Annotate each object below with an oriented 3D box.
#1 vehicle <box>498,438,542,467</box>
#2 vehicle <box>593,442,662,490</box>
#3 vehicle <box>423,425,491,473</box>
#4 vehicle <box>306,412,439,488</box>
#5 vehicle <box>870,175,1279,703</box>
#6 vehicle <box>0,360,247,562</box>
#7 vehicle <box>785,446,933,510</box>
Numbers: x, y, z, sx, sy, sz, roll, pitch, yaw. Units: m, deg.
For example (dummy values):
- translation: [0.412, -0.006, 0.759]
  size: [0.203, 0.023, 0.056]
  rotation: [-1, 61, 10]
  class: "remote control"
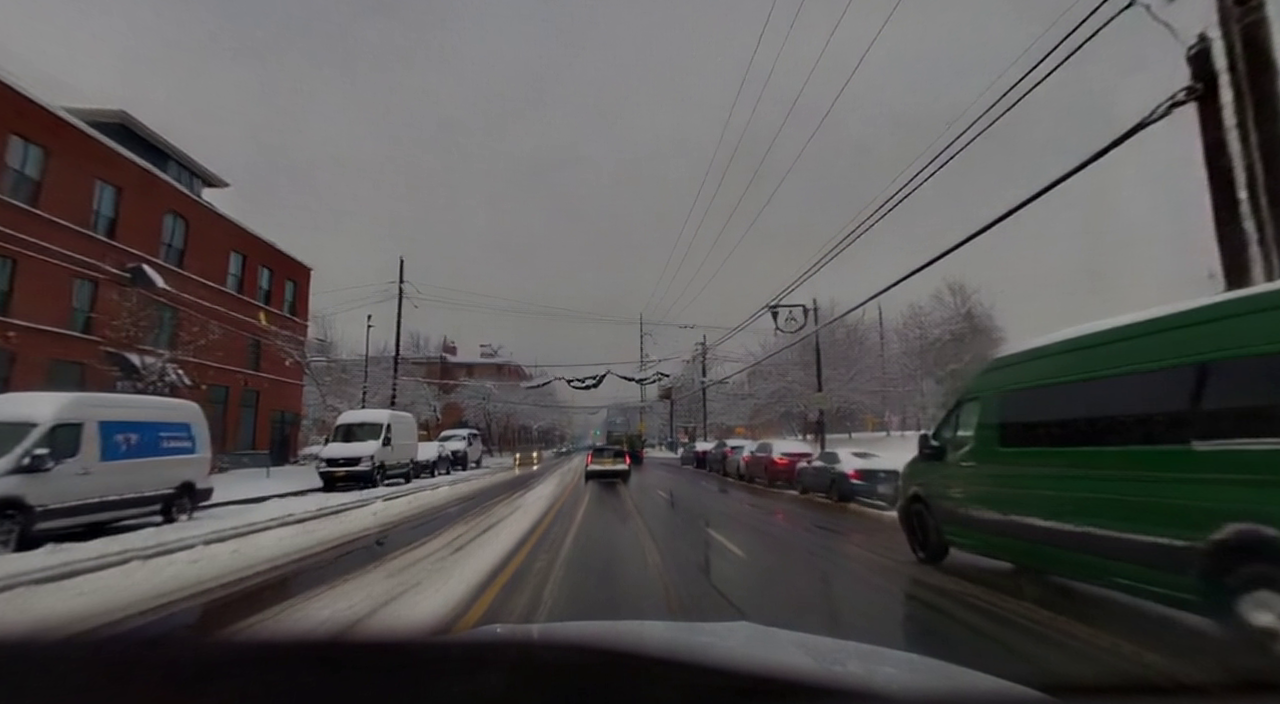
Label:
- translation: [-8.358, 7.086, 44.625]
  size: [2.456, 1.935, 4.769]
  rotation: [0, -9, -4]
  class: "vehicle"
- translation: [-0.466, 3.839, 21.674]
  size: [2.112, 1.464, 4.411]
  rotation: [0, -9, -2]
  class: "vehicle"
- translation: [-11.258, 6.048, 39.402]
  size: [2.724, 2.739, 5.663]
  rotation: [0, -9, -3]
  class: "vehicle"
- translation: [-10.356, 3.907, 25.284]
  size: [2.964, 2.597, 6.437]
  rotation: [1, -9, -5]
  class: "vehicle"
- translation: [4.465, 0.699, 4.848]
  size: [2.492, 2.720, 6.884]
  rotation: [0, -9, -3]
  class: "vehicle"
- translation: [-10.009, 1.886, 11.228]
  size: [2.398, 2.723, 5.816]
  rotation: [0, -9, -2]
  class: "vehicle"
- translation: [5.537, 3.223, 16.722]
  size: [1.921, 1.430, 4.455]
  rotation: [1, -9, -6]
  class: "vehicle"
